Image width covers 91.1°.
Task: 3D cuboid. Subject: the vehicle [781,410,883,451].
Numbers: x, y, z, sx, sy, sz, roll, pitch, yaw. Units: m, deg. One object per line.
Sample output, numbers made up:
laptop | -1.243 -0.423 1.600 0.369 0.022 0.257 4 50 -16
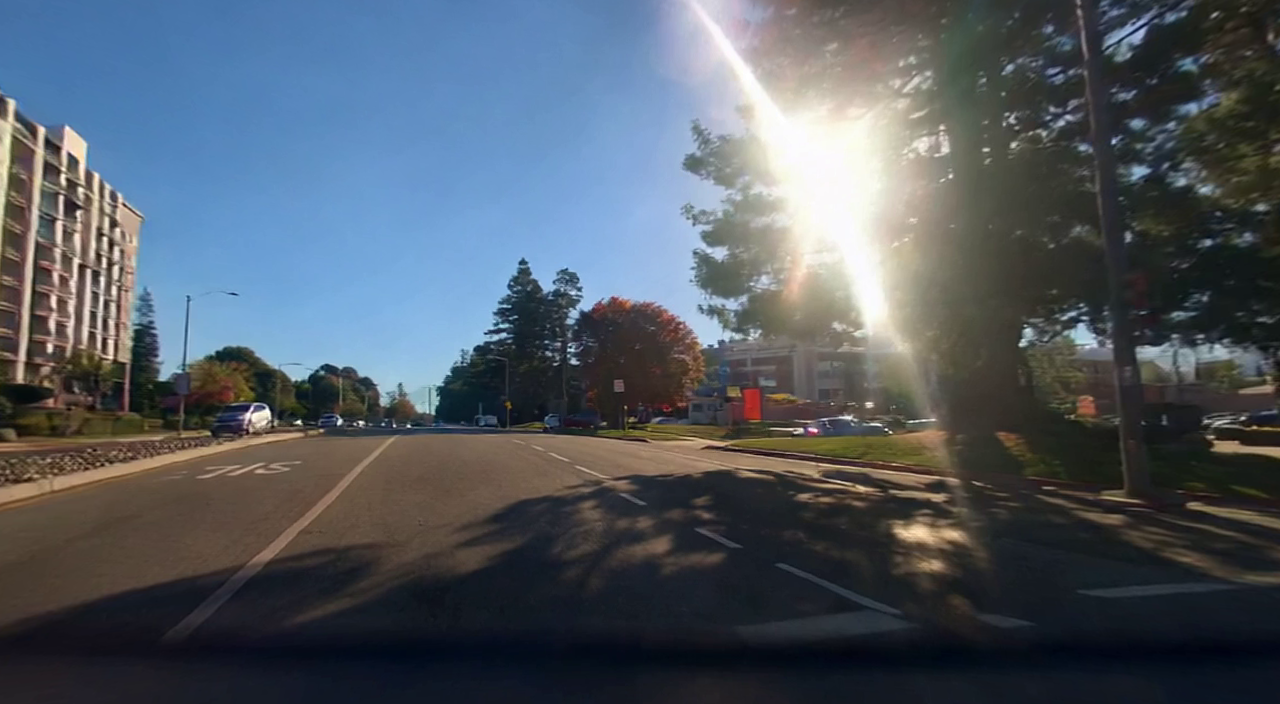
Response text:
vehicle | 9.005 3.693 29.511 4.030 1.483 1.859 -2 -12 -17

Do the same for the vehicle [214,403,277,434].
vehicle | -23.585 4.039 37.694 2.060 1.618 4.203 3 -9 -17

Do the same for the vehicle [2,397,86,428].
vehicle | -44.006 4.492 46.448 3.770 1.737 2.102 5 -17 -20
